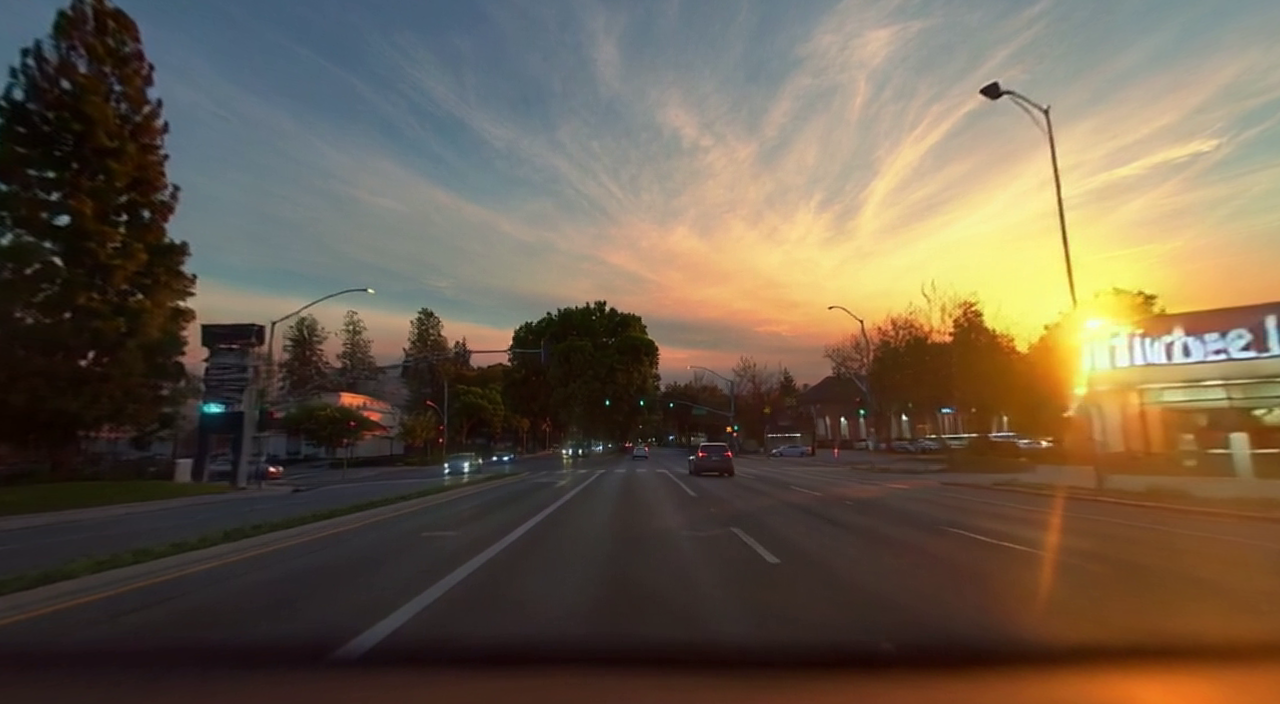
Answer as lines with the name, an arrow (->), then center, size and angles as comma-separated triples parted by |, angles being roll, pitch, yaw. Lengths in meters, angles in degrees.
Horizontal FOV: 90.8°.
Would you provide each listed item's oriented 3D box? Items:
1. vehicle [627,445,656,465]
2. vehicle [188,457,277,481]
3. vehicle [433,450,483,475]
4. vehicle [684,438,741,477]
vehicle -> 0.094, 7.888, 48.556 | 2.135, 1.468, 4.076 | 0, -8, -1
vehicle -> -30.680, 8.836, 47.686 | 5.007, 1.652, 2.378 | 0, -8, -1
vehicle -> -11.799, 7.167, 41.344 | 1.891, 1.481, 4.533 | 0, -8, 0
vehicle -> 3.311, 4.924, 29.724 | 2.022, 1.643, 4.326 | 0, -8, -2
